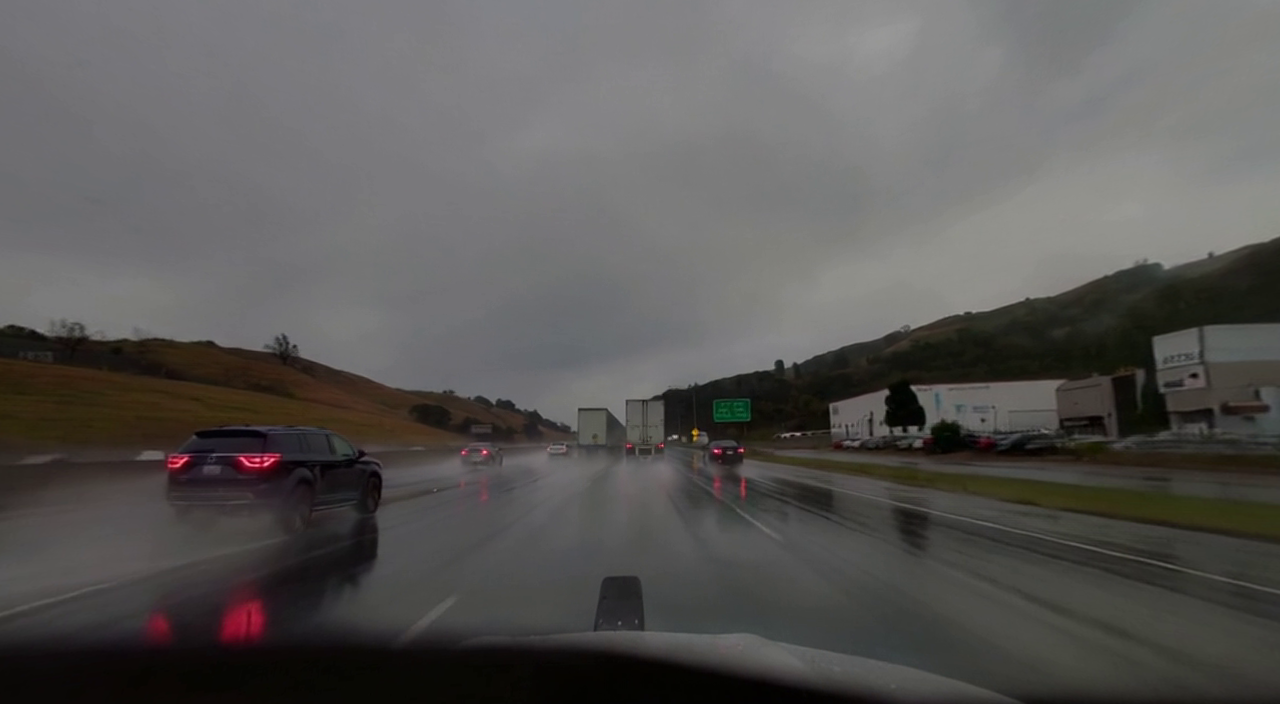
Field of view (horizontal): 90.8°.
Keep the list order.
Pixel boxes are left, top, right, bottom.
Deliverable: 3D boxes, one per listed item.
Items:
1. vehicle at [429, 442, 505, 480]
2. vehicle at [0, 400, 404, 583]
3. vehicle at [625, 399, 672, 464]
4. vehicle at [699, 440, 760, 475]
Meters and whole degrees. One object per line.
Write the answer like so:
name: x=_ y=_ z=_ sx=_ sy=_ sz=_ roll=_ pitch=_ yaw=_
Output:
vehicle: x=-7.272 y=4.606 z=27.003 sx=1.891 sy=1.460 sz=4.506 roll=0 pitch=-9 yaw=1
vehicle: x=-5.142 y=1.686 z=8.389 sx=2.122 sy=1.754 sz=4.379 roll=0 pitch=-9 yaw=3
vehicle: x=0.498 y=5.828 z=45.374 sx=2.969 sy=4.104 sz=10.906 roll=0 pitch=-9 yaw=0
vehicle: x=3.898 y=4.668 z=28.112 sx=2.006 sy=1.452 sz=4.246 roll=0 pitch=-9 yaw=-1
